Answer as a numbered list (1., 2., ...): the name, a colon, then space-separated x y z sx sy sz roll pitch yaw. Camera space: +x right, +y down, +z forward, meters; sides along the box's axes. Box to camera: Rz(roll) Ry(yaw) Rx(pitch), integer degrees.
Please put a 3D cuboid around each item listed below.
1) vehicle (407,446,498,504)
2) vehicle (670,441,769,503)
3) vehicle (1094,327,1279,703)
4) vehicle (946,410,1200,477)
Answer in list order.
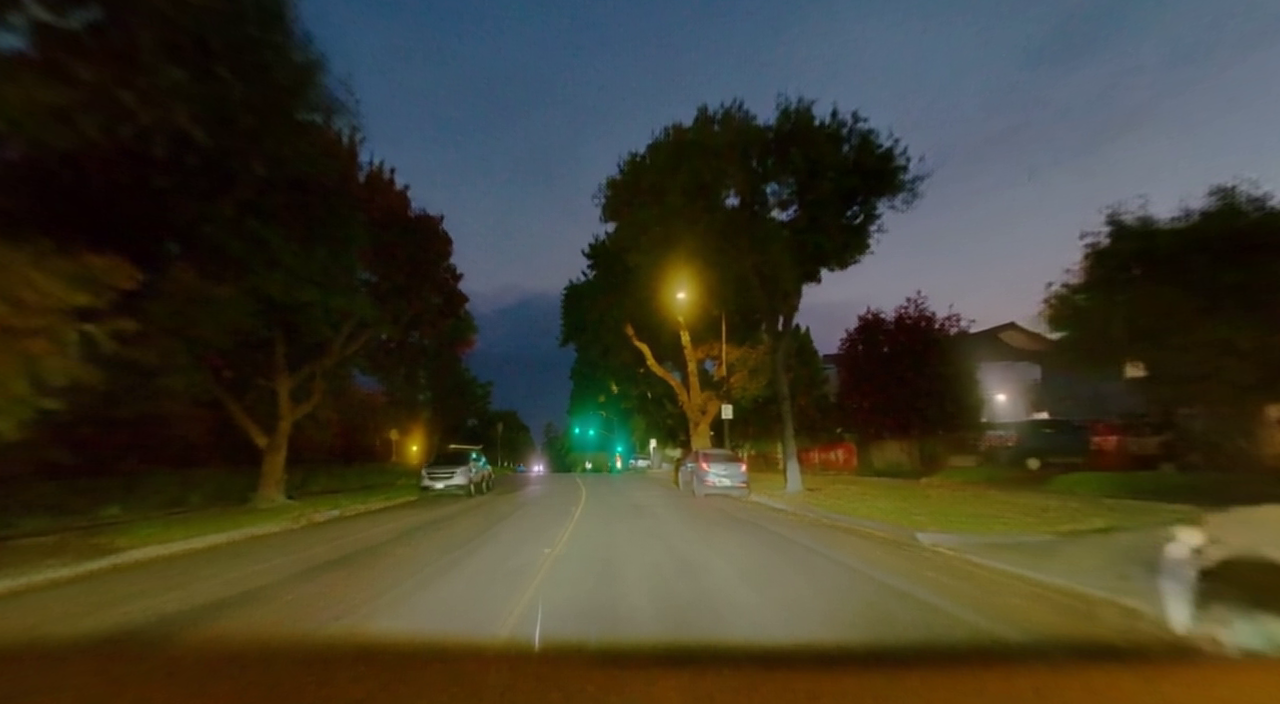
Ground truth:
1. vehicle: -6.333 4.132 21.843 2.051 1.575 4.581 -2 -7 -4
2. vehicle: 2.431 3.813 20.538 2.163 1.742 4.239 0 -9 -7
3. vehicle: 3.367 0.556 0.767 1.990 1.753 4.783 0 -8 -1
4. vehicle: 10.984 2.403 16.454 4.973 1.579 1.934 -2 -9 11
